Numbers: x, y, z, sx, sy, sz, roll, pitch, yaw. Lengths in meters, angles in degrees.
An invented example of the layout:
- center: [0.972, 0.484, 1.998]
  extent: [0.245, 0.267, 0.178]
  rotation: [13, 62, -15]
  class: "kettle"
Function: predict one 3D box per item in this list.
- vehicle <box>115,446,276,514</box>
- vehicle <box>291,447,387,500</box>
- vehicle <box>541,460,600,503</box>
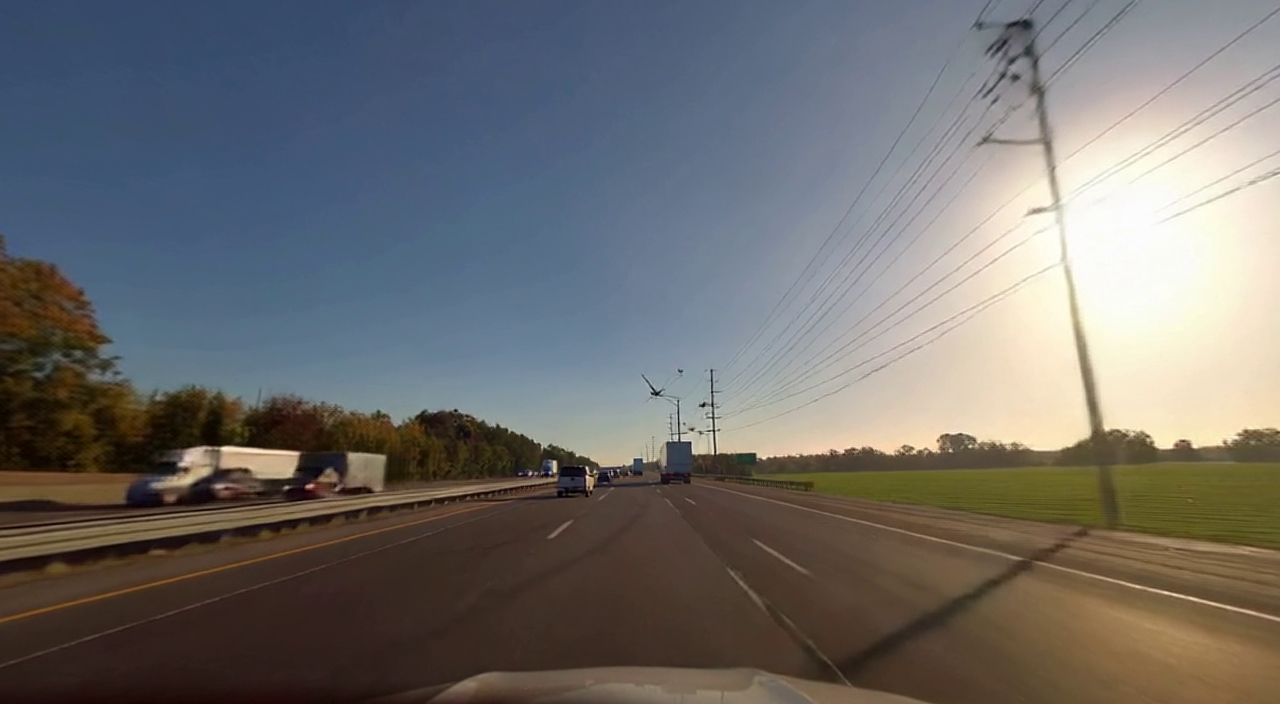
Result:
- center: [-19.985, 5.828, 28.963]
  extent: [2.300, 2.675, 6.963]
  rotation: [1, -11, -1]
  class: "vehicle"
- center: [-15.982, 6.513, 33.877]
  extent: [2.316, 2.515, 5.621]
  rotation: [1, -11, 0]
  class: "vehicle"
- center: [-2.992, 5.723, 28.102]
  extent: [2.065, 1.722, 4.441]
  rotation: [1, -11, 0]
  class: "vehicle"
